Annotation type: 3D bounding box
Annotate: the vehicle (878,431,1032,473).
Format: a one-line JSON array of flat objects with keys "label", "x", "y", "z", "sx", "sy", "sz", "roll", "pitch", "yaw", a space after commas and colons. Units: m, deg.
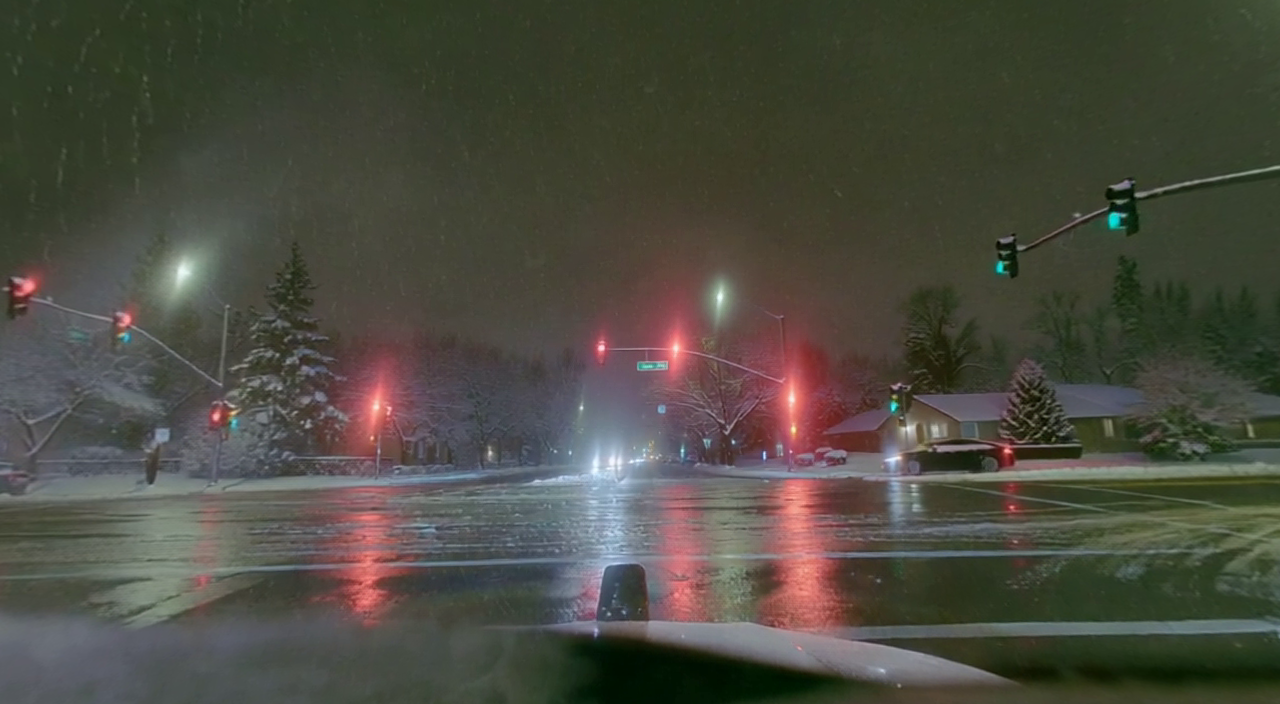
[{"label": "vehicle", "x": 11.306, "y": 3.614, "z": 22.840, "sx": 4.562, "sy": 1.460, "sz": 1.822, "roll": 0, "pitch": -8, "yaw": -1}]
